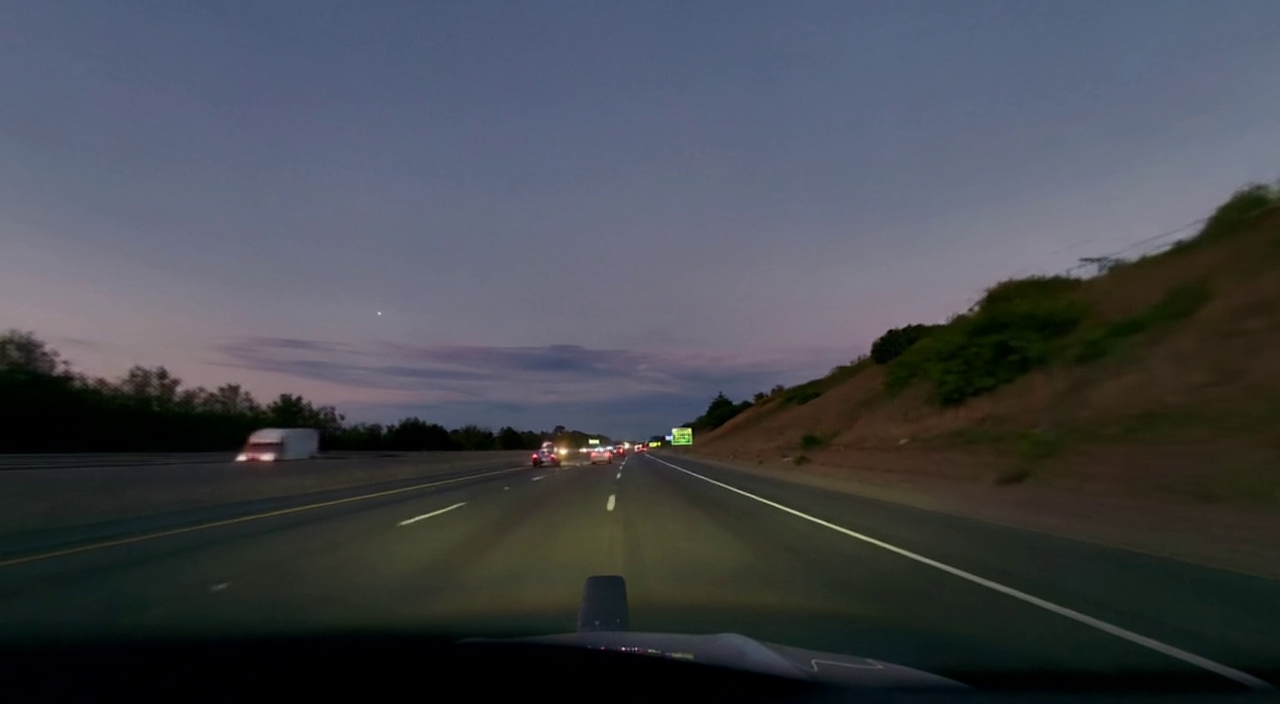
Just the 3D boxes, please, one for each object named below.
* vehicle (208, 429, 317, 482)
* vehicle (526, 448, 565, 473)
[{"bbox_3d":[-20.146,5.555,33.884,2.319,2.572,5.944,0,-9,-2],"label":"vehicle"},{"bbox_3d":[-6.350,7.321,42.529,2.028,1.563,4.734,0,-9,-1],"label":"vehicle"}]
